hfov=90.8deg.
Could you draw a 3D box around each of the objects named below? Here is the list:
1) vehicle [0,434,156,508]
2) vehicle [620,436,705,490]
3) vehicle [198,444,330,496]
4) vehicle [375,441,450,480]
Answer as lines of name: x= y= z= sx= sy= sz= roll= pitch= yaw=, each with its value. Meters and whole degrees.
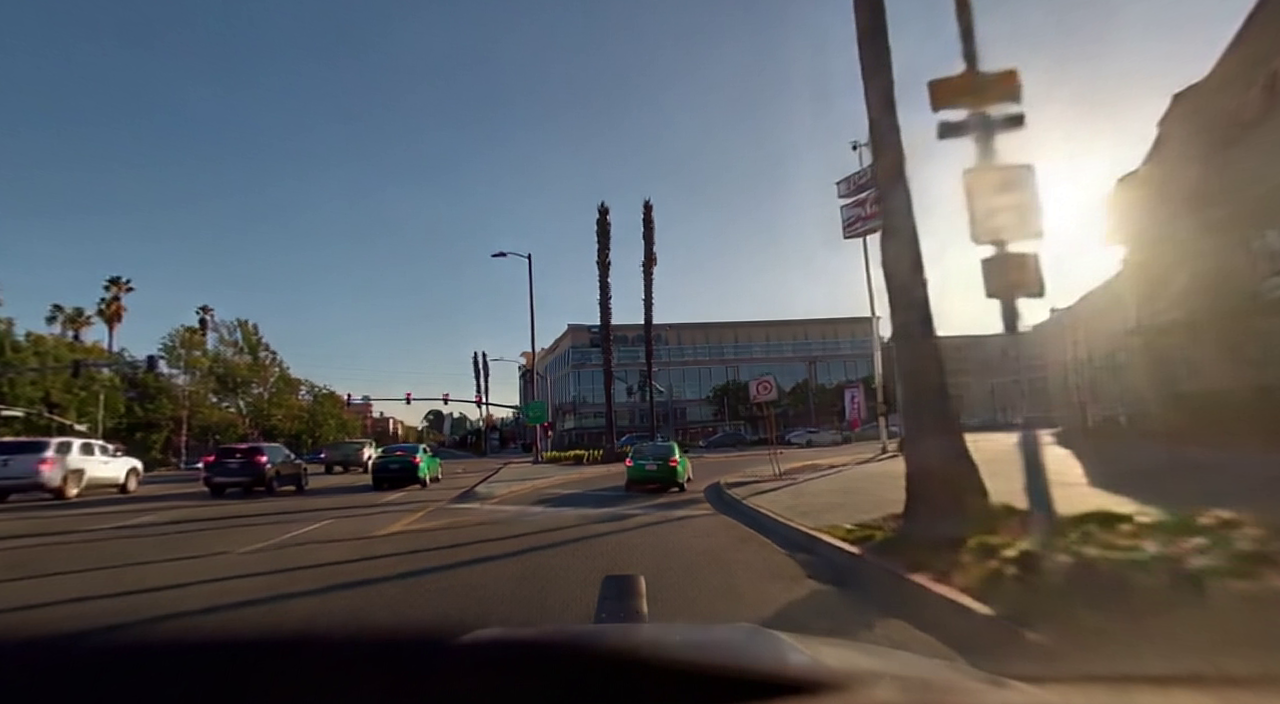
vehicle: x=-18.732 y=3.685 z=20.126 sx=2.627 sy=2.009 sz=5.719 roll=1 pitch=-9 yaw=-8
vehicle: x=0.843 y=3.460 z=20.055 sx=2.070 sy=1.493 sz=4.570 roll=-2 pitch=-9 yaw=10
vehicle: x=-12.011 y=3.774 z=20.591 sx=1.905 sy=1.482 sz=4.463 roll=1 pitch=-9 yaw=-6
vehicle: x=-9.574 y=4.594 z=26.993 sx=1.912 sy=1.487 sz=4.471 roll=1 pitch=-9 yaw=-6
